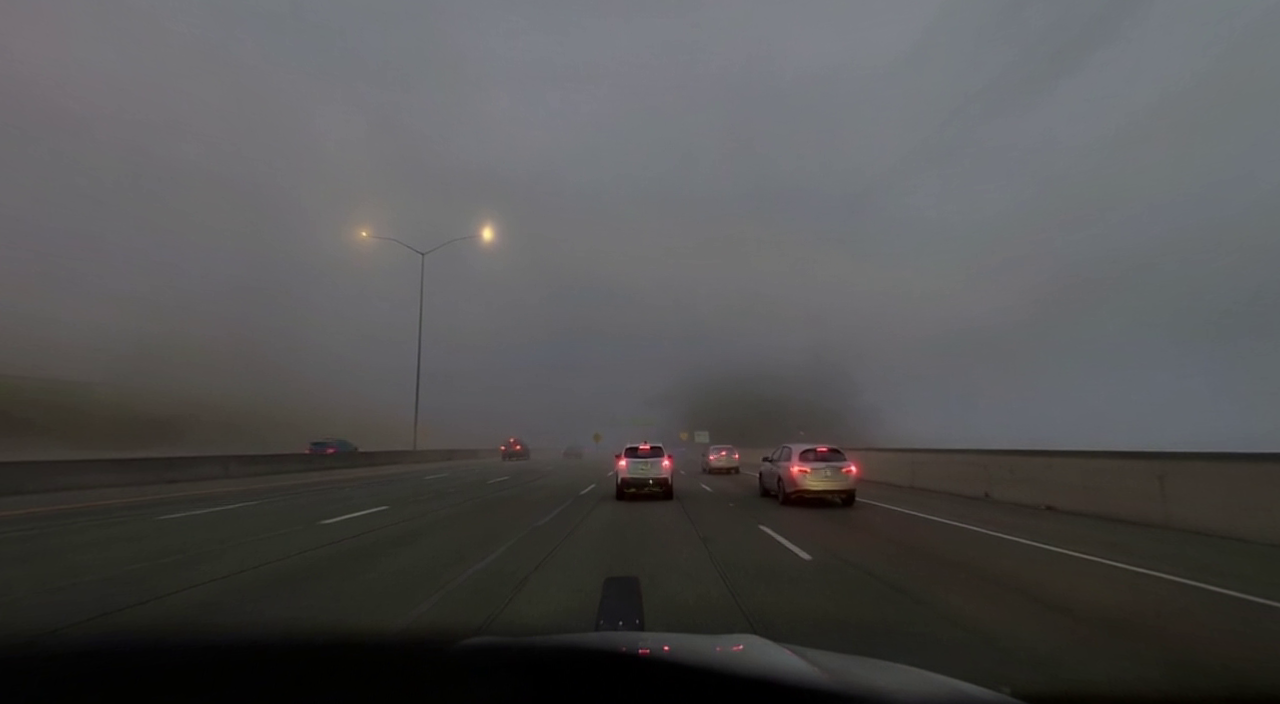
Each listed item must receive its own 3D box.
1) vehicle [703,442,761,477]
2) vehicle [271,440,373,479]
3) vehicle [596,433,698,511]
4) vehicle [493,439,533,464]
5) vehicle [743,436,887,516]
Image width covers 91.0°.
[{"bbox_3d":[4.262,5.058,29.849,2.002,1.499,4.710,0,-9,-1],"label":"vehicle"},{"bbox_3d":[-14.420,4.881,28.953,2.055,1.613,4.955,0,-9,0],"label":"vehicle"},{"bbox_3d":[0.157,2.730,14.707,2.044,1.554,3.824,0,-9,0],"label":"vehicle"},{"bbox_3d":[-9.821,7.732,49.053,1.978,1.821,4.975,0,-9,1],"label":"vehicle"},{"bbox_3d":[3.680,2.674,14.057,2.044,1.523,3.947,0,-9,0],"label":"vehicle"}]
